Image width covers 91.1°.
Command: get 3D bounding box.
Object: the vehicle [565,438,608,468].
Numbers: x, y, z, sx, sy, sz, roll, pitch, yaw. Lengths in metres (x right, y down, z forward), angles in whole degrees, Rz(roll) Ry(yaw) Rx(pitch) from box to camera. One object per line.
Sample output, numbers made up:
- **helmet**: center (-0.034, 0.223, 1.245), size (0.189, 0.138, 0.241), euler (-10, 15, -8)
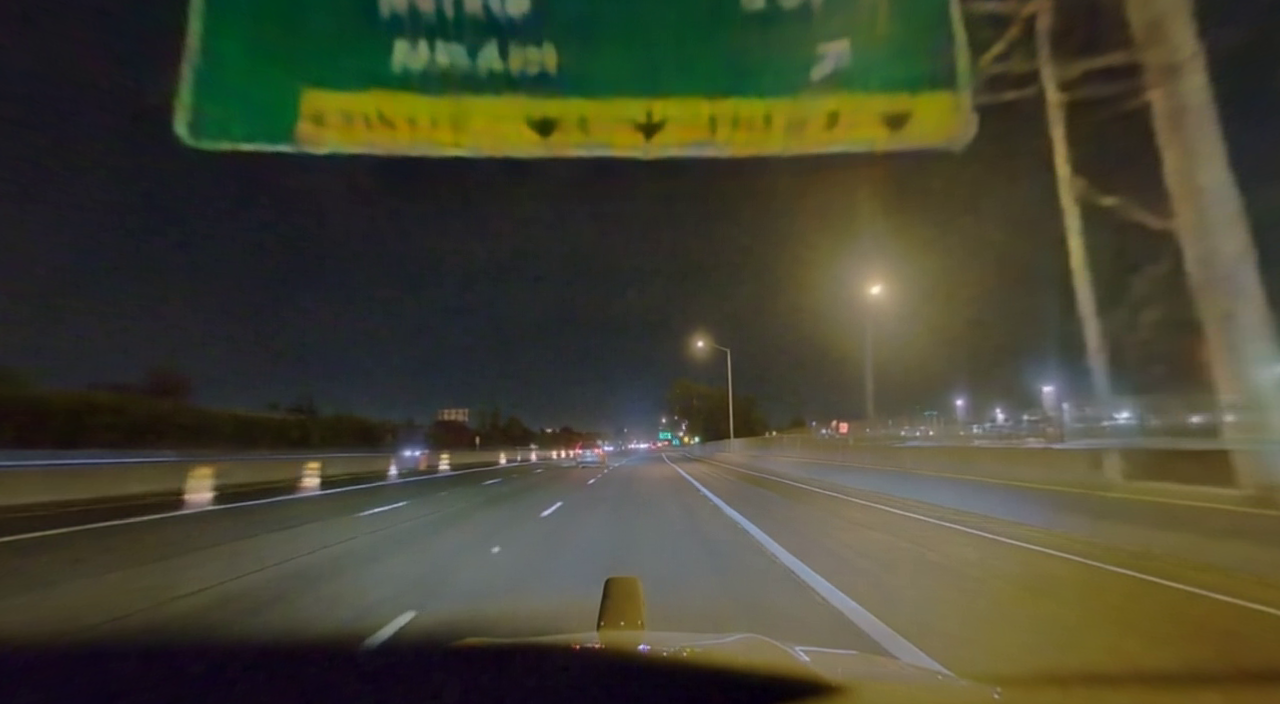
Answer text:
- **vehicle**: center (-3.034, 5.894, 36.740), size (2.078, 1.629, 4.059), euler (0, -8, 1)
